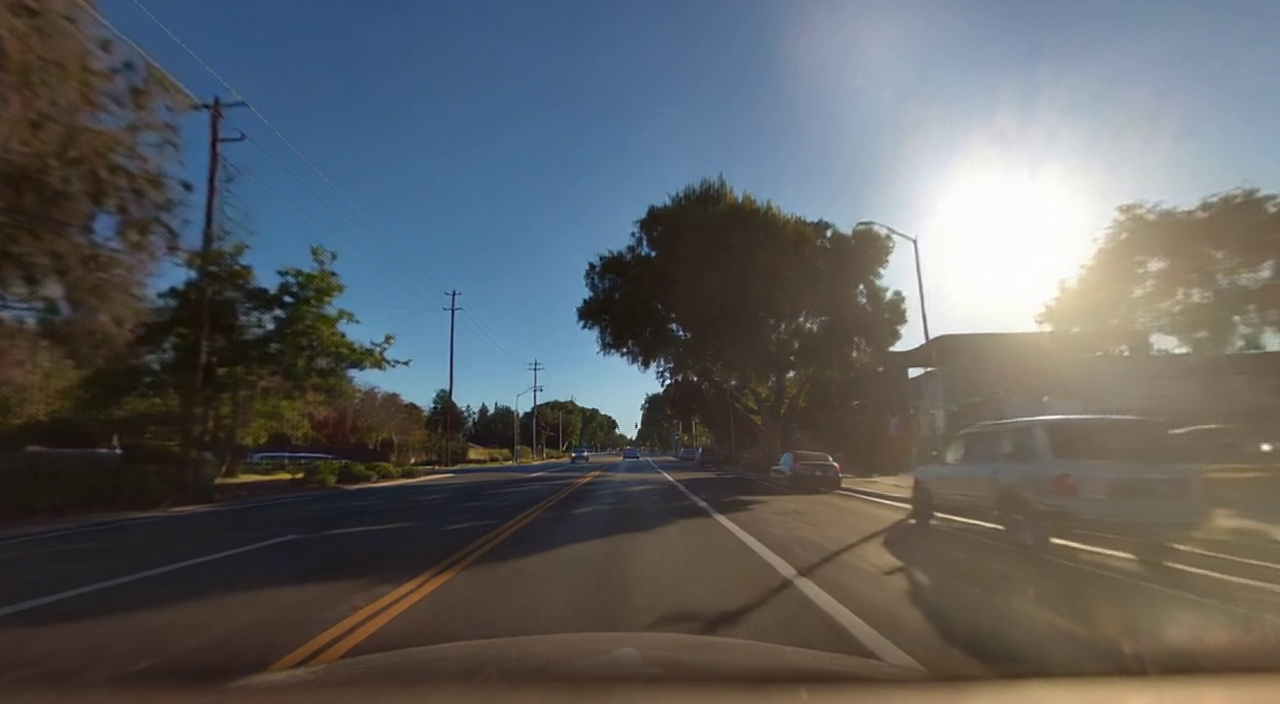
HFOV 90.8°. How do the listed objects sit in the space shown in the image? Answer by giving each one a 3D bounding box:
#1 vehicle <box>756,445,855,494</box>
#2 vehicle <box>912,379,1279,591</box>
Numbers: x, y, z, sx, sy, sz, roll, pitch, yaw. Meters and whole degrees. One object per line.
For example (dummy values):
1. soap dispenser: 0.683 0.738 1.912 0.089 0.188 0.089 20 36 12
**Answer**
1. vehicle: 5.952 4.302 23.465 2.282 1.566 4.705 -1 -9 -1
2. vehicle: 6.366 1.776 9.324 2.275 2.132 5.726 0 -9 2
